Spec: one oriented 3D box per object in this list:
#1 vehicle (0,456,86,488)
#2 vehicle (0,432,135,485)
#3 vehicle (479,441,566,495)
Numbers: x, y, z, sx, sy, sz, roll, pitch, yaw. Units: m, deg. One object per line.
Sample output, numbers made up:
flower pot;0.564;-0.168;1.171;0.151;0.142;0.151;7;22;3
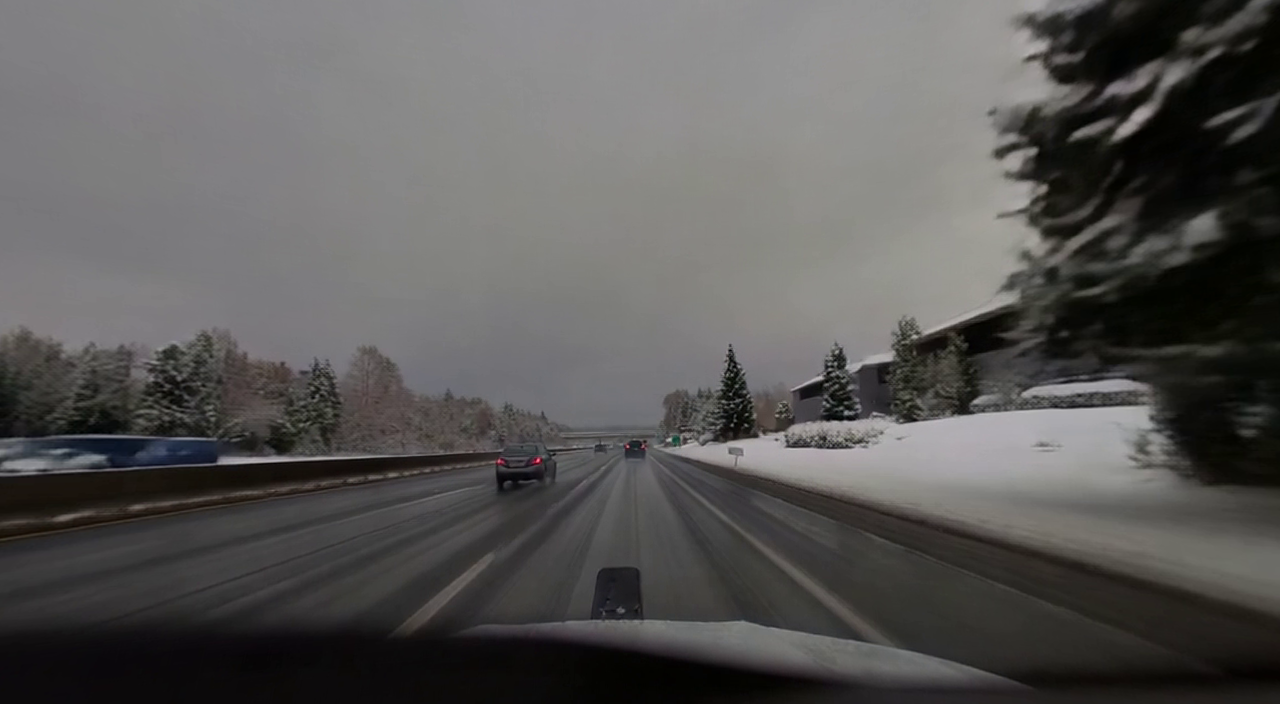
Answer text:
vehicle;-32.024;6.251;33.234;1.794;1.513;4.383;0;-9;0
vehicle;-40.190;7.368;44.052;2.892;3.305;8.355;0;-9;0
vehicle;-3.510;3.542;19.655;1.920;1.463;4.134;0;-9;0
